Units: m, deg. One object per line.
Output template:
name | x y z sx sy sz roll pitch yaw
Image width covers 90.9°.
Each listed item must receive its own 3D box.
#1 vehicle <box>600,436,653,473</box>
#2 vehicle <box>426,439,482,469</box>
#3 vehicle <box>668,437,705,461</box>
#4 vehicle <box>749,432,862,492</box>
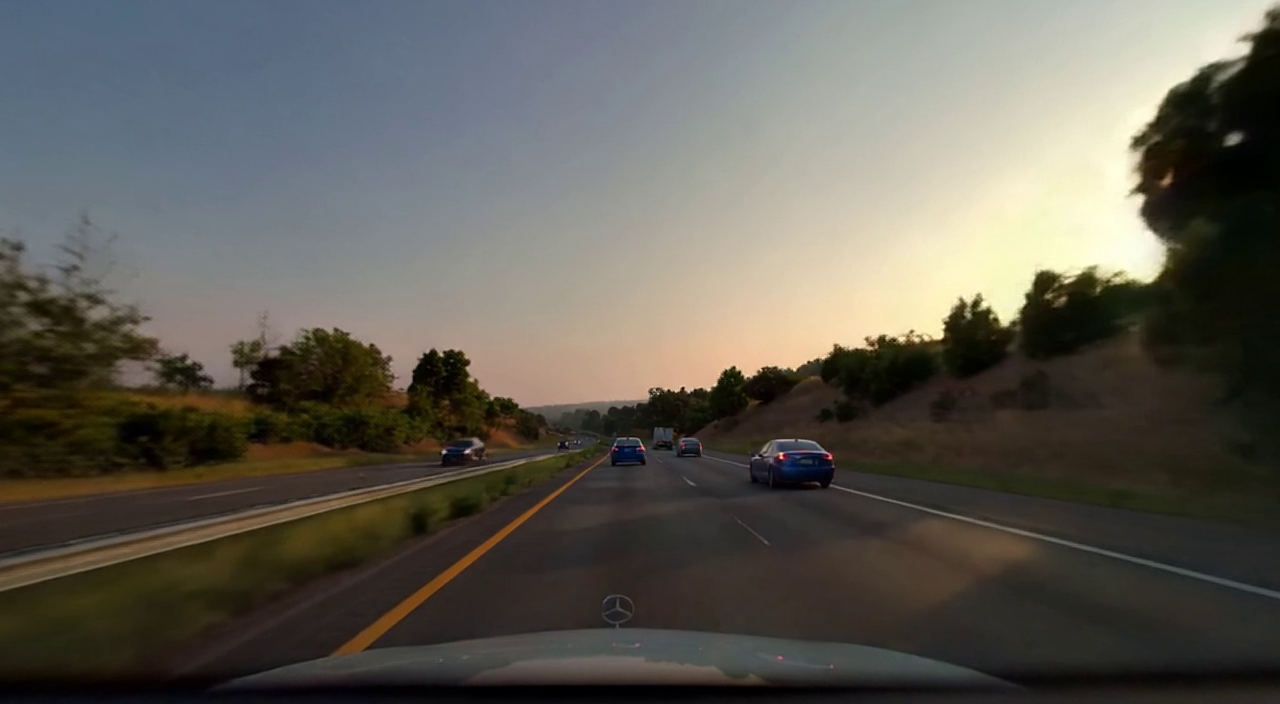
vehicle | -0.584 4.372 27.274 2.143 1.466 3.693 0 -8 -1
vehicle | -9.664 5.310 33.060 1.855 1.458 3.717 0 -8 -1
vehicle | 3.045 6.429 42.115 2.004 1.469 4.472 0 -8 -2
vehicle | 4.597 3.098 18.258 2.066 1.526 4.216 0 -8 -1
